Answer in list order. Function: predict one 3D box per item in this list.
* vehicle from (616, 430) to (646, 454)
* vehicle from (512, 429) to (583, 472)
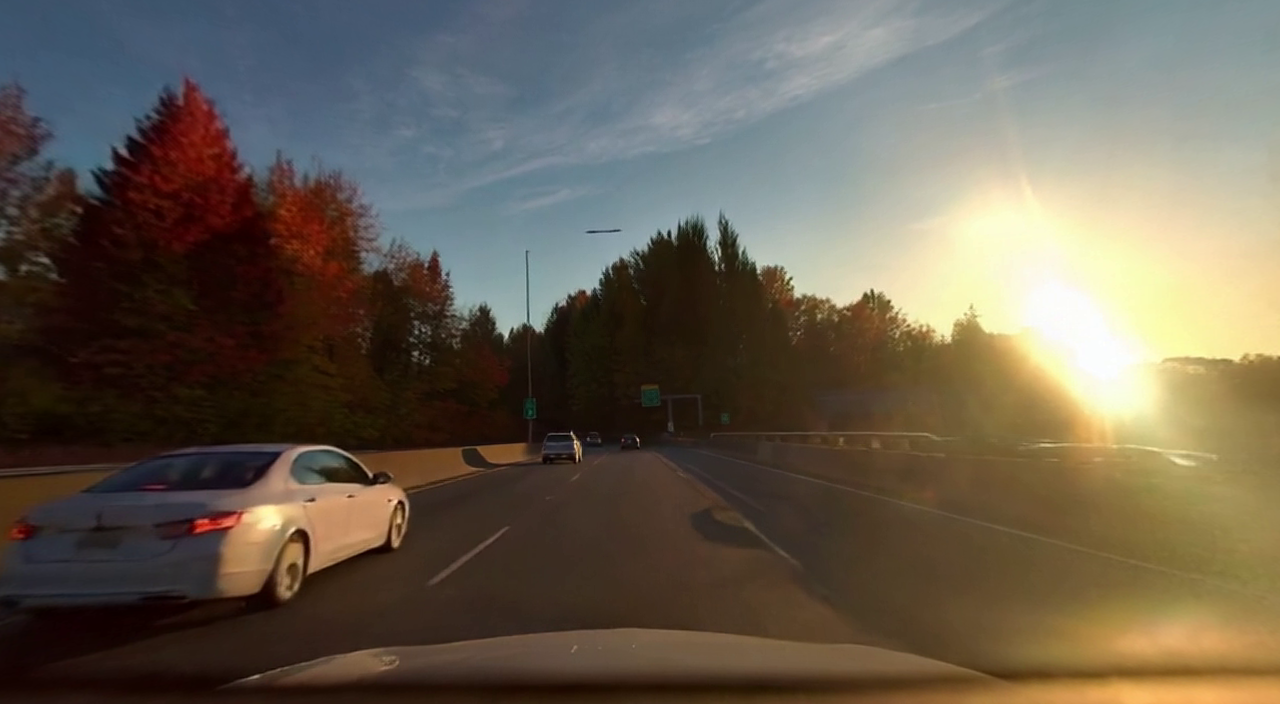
[{"bbox_3d":[-0.611,6.323,44.403,2.054,1.609,3.859,0,-8,0],"label":"vehicle"},{"bbox_3d":[-3.433,3.746,24.242,1.989,1.497,4.645,0,-8,0],"label":"vehicle"}]
